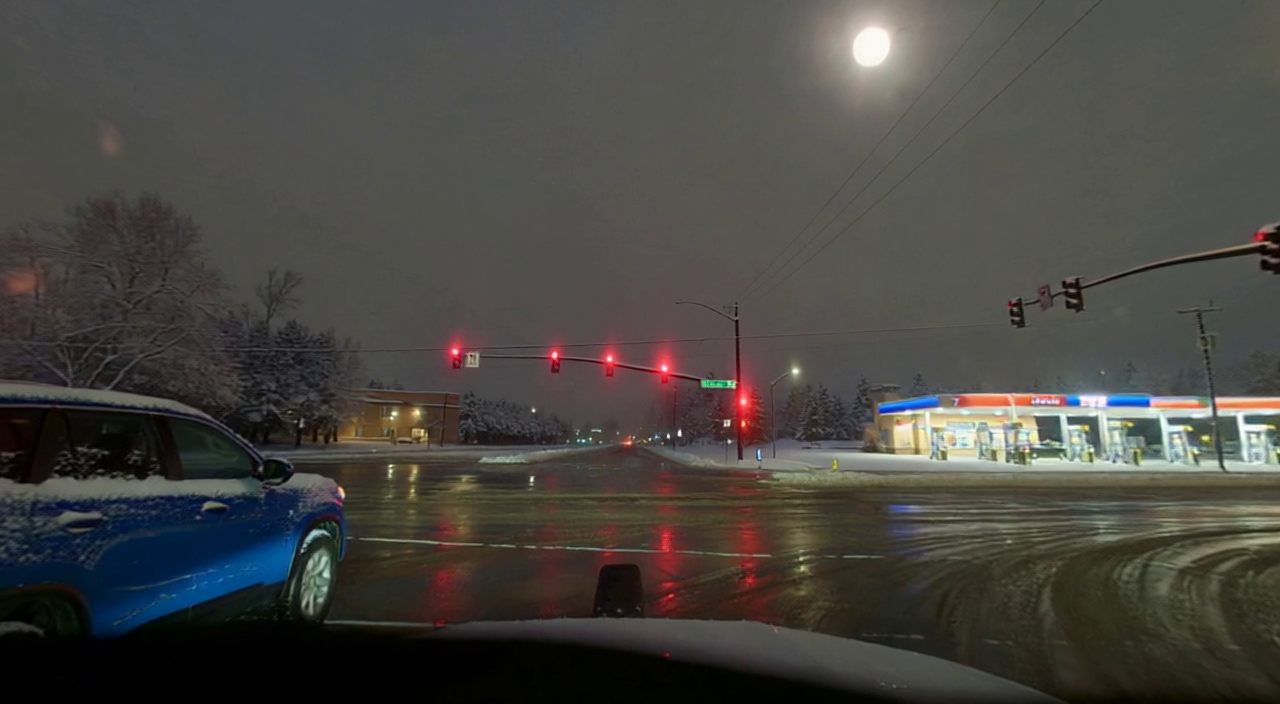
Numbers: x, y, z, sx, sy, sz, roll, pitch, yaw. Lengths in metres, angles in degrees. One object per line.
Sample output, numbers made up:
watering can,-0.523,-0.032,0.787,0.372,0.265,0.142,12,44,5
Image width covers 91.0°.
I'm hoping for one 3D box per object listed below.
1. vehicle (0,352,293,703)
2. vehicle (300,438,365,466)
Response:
vehicle,-3.423,0.806,2.038,2.053,1.690,4.364,0,-9,0
vehicle,-20.465,6.679,42.145,2.004,1.699,4.486,0,-9,1
